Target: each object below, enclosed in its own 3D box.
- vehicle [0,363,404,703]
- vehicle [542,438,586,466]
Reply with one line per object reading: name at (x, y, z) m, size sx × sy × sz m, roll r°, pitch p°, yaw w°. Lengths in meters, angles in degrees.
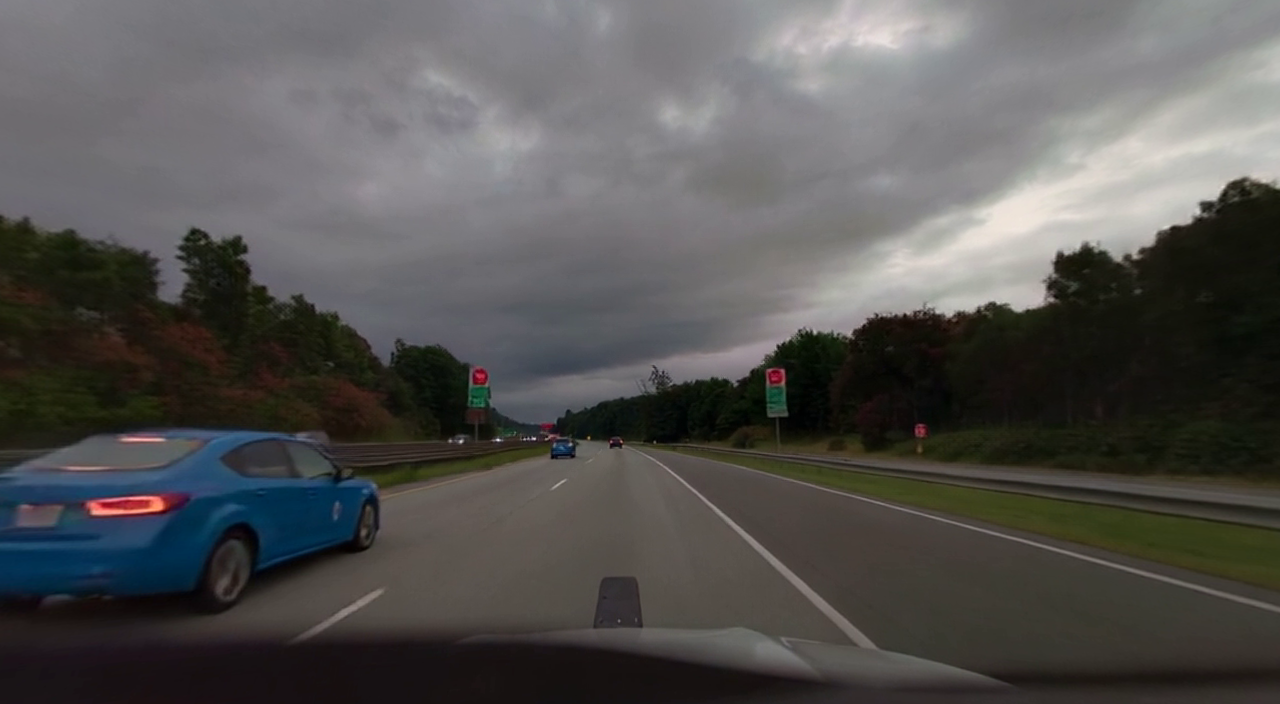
vehicle at (-3.677, 1.141, 4.677) m, size 2.047 × 1.612 × 4.631 m, roll 0°, pitch -8°, yaw 0°
vehicle at (-3.879, 5.192, 32.905) m, size 1.874 × 1.369 × 3.875 m, roll 0°, pitch -8°, yaw -1°
